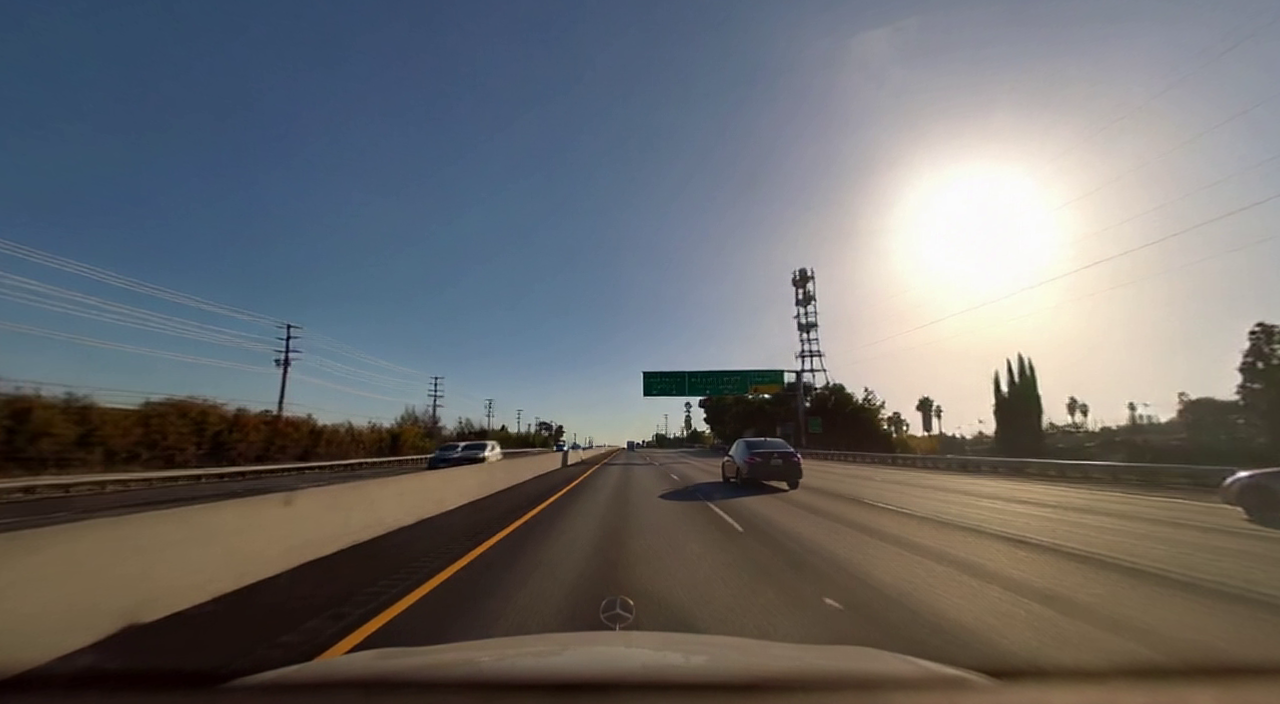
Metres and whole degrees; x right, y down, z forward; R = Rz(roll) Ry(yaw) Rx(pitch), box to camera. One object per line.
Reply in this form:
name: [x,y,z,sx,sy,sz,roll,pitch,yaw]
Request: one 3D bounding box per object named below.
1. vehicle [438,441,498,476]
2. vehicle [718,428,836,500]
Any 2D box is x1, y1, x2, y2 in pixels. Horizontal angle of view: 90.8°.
vehicle: [-8.078,4.997,30.038,1.787,1.527,3.878,0,-8,0]
vehicle: [3.366,2.844,16.401,2.018,1.600,4.121,0,-9,-2]
